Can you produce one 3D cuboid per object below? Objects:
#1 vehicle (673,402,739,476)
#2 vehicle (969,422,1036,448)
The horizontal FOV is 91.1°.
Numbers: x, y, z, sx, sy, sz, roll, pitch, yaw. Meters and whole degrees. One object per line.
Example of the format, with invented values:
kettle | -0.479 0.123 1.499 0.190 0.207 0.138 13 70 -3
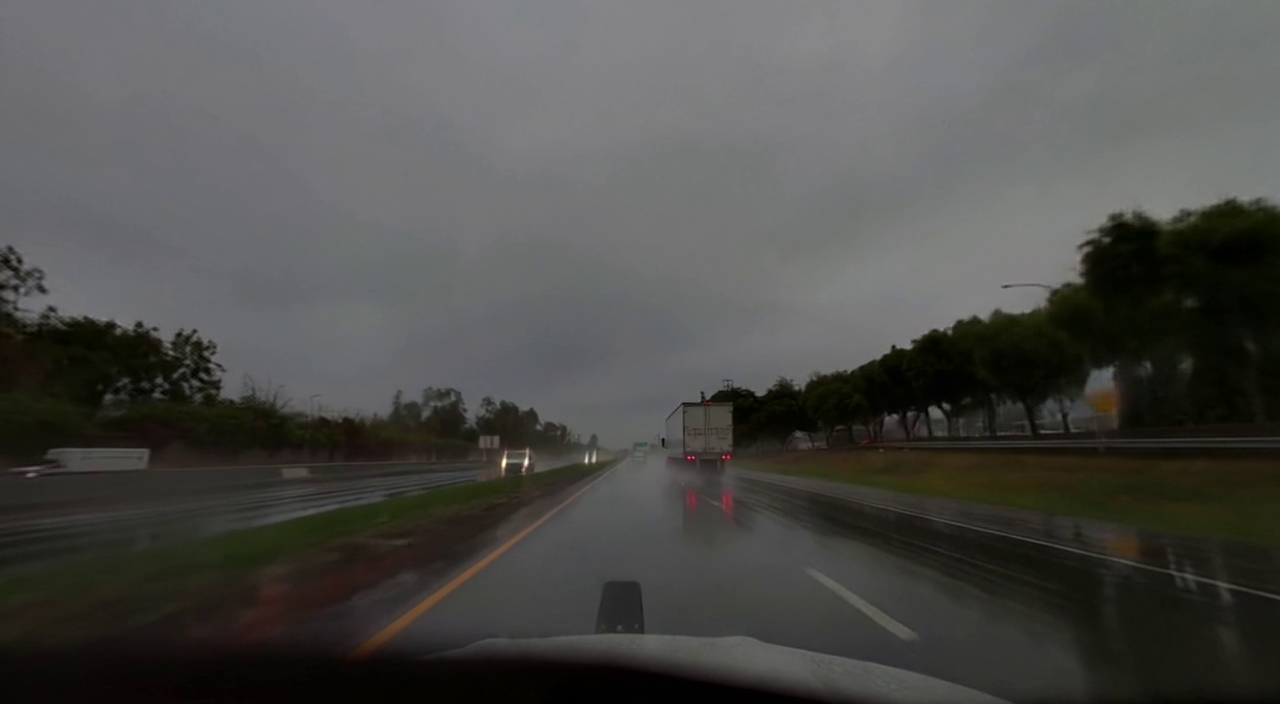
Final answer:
vehicle | 4.113 5.944 42.374 3.185 4.154 12.638 0 -9 0
vehicle | 22.726 5.252 39.609 1.800 1.506 3.851 0 -9 -2
